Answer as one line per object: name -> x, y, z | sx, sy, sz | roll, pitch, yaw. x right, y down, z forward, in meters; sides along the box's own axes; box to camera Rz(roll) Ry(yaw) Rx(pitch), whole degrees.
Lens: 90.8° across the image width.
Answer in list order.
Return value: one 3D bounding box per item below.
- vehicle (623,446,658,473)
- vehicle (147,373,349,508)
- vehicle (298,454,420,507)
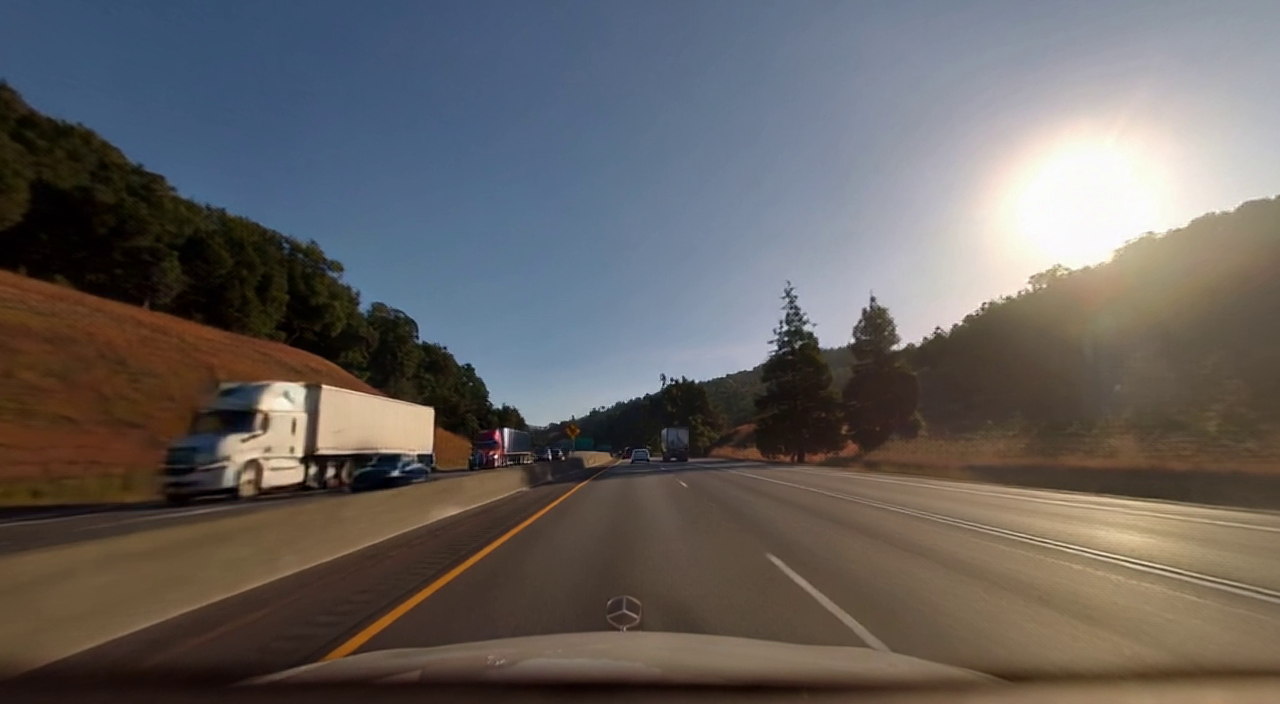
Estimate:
vehicle -> 0.019, 7.025, 41.489 | 2.137, 1.689, 4.051 | 0, -9, 0
vehicle -> -12.928, 3.045, 21.619 | 2.949, 3.947, 5.850 | 0, -9, 0
vehicle -> -8.825, 4.026, 20.265 | 1.912, 1.462, 4.317 | 0, -9, 0
